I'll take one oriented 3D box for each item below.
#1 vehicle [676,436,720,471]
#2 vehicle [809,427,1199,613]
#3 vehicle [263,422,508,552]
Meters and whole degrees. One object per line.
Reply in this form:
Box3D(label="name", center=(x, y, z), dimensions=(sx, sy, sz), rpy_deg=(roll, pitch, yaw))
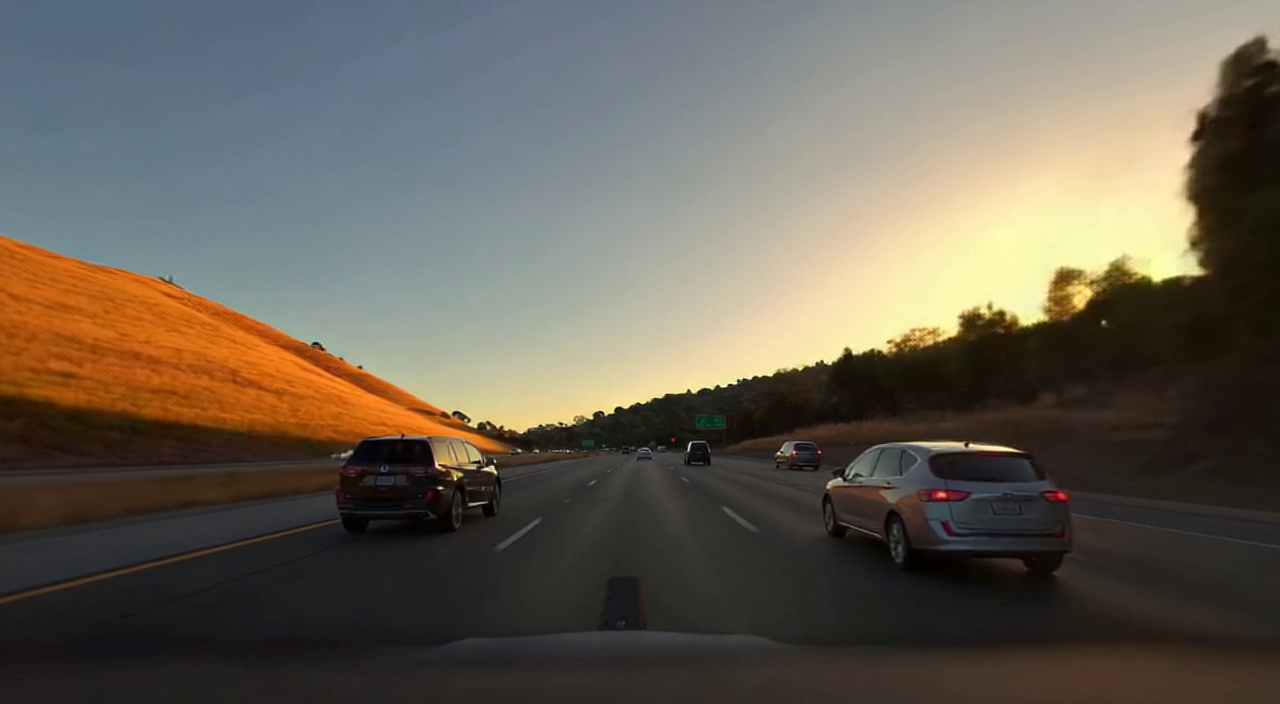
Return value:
Box3D(label="vehicle", center=(3.397, 6.083, 37.849), dimensions=(2.121, 1.925, 5.056), rpy_deg=(0, -8, 0))
Box3D(label="vehicle", center=(3.516, 1.679, 7.288), dimensions=(1.941, 1.481, 4.300), rpy_deg=(0, -8, 0))
Box3D(label="vehicle", center=(-3.799, 2.095, 10.496), dimensions=(2.166, 1.672, 4.388), rpy_deg=(0, -8, 1))
